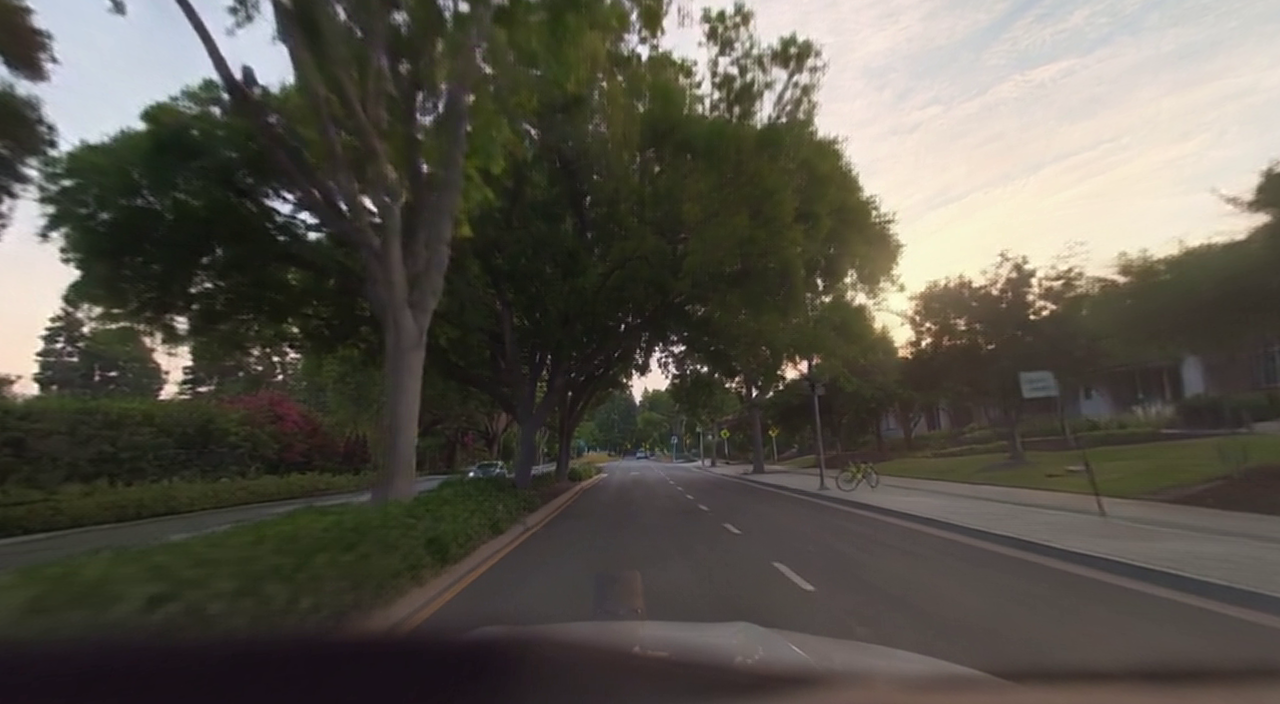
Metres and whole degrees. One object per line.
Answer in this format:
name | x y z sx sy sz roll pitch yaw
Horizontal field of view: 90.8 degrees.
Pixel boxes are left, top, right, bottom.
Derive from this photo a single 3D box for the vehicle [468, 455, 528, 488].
vehicle | -7.222 6.092 32.566 2.006 1.501 4.789 0 -9 0
